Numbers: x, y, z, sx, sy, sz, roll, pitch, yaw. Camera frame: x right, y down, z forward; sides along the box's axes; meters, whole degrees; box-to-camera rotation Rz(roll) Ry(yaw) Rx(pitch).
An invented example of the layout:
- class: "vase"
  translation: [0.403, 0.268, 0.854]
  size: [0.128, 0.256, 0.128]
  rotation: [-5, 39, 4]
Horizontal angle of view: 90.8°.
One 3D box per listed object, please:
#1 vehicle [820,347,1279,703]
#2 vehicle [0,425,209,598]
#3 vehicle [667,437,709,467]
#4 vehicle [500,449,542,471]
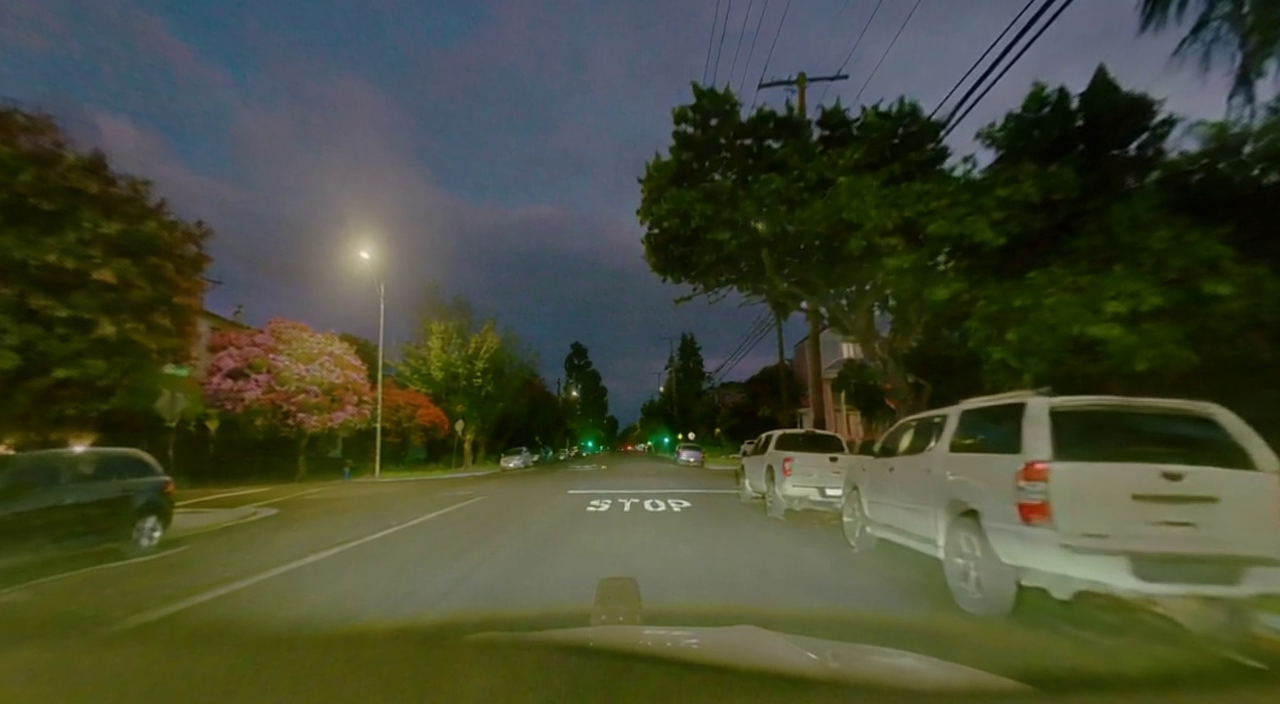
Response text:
- class: "vehicle"
  translation: [3.184, 1.175, 5.390]
  size: [1.993, 1.778, 4.311]
  rotation: [0, -9, 0]
- class: "vehicle"
  translation: [-7.250, 1.791, 6.967]
  size: [1.980, 1.664, 4.342]
  rotation: [-5, -11, 0]
- class: "vehicle"
  translation: [2.874, 6.133, 38.814]
  size: [2.114, 1.708, 4.474]
  rotation: [0, -9, -1]
- class: "vehicle"
  translation: [-7.450, 6.774, 39.932]
  size: [1.926, 1.307, 3.909]
  rotation: [0, -9, 0]
